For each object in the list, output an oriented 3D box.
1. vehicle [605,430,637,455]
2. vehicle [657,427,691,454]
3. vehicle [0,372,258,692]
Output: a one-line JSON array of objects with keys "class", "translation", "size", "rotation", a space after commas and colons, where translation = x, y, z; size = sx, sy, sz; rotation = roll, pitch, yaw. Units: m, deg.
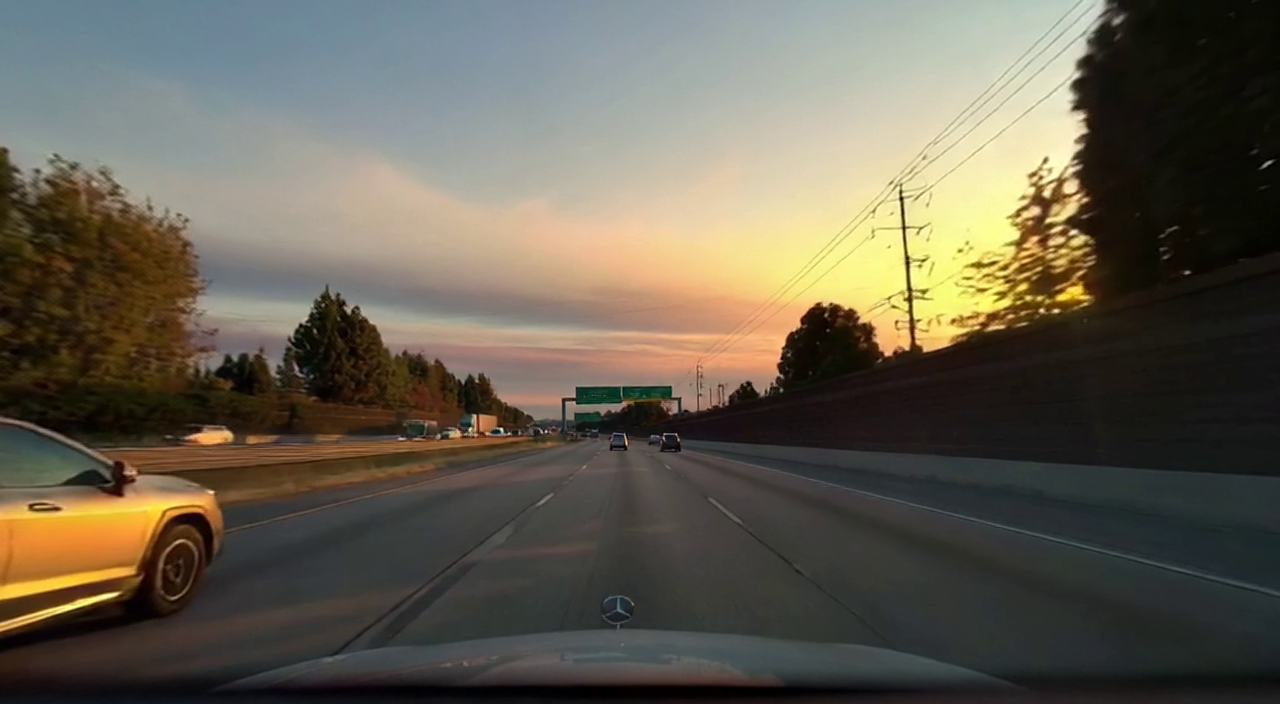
[{"class": "vehicle", "translation": [-1.350, 6.325, 44.307], "size": [2.159, 1.690, 3.720], "rotation": [0, -7, -3]}, {"class": "vehicle", "translation": [2.452, 6.431, 45.892], "size": [1.976, 1.905, 3.263], "rotation": [1, -7, -5]}, {"class": "vehicle", "translation": [-4.257, 0.916, 3.237], "size": [2.100, 1.590, 4.077], "rotation": [0, -7, -2]}]
